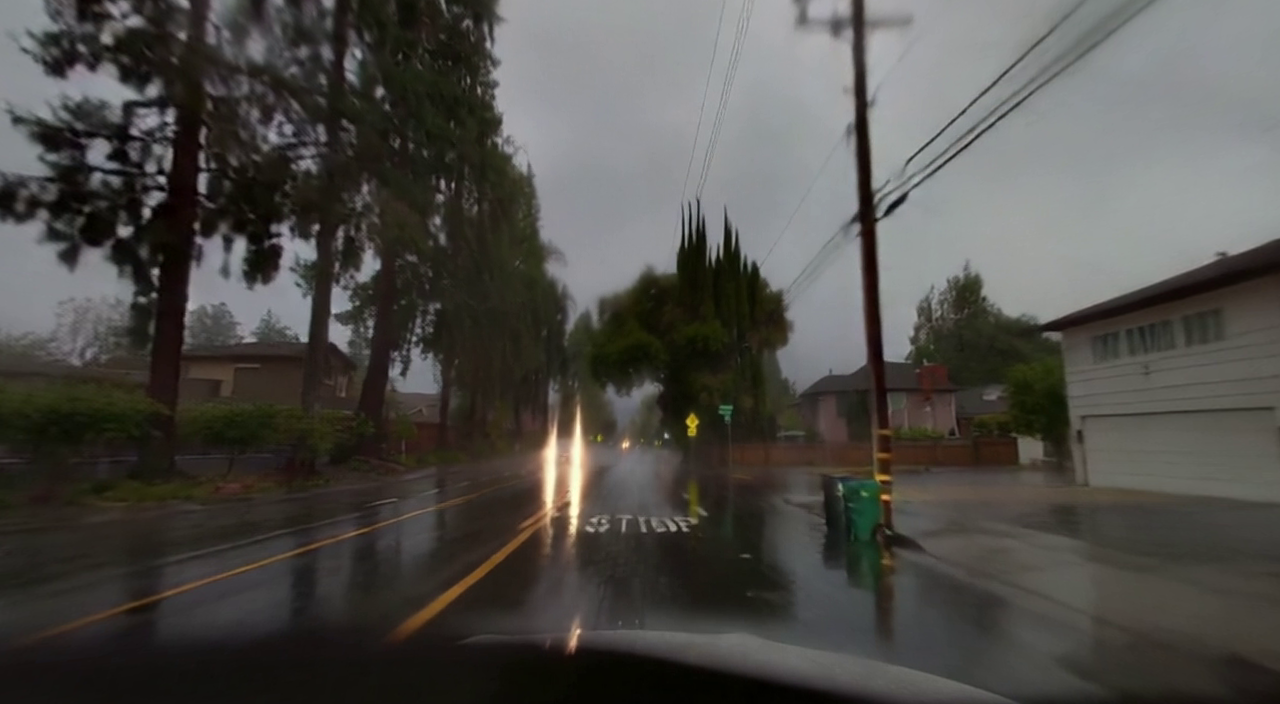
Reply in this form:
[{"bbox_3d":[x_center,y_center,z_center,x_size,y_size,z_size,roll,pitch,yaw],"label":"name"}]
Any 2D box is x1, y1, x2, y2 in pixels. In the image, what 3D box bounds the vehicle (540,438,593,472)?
[{"bbox_3d":[-4.013,5.745,35.415,2.267,1.768,4.911,0,-9,1],"label":"vehicle"}]
